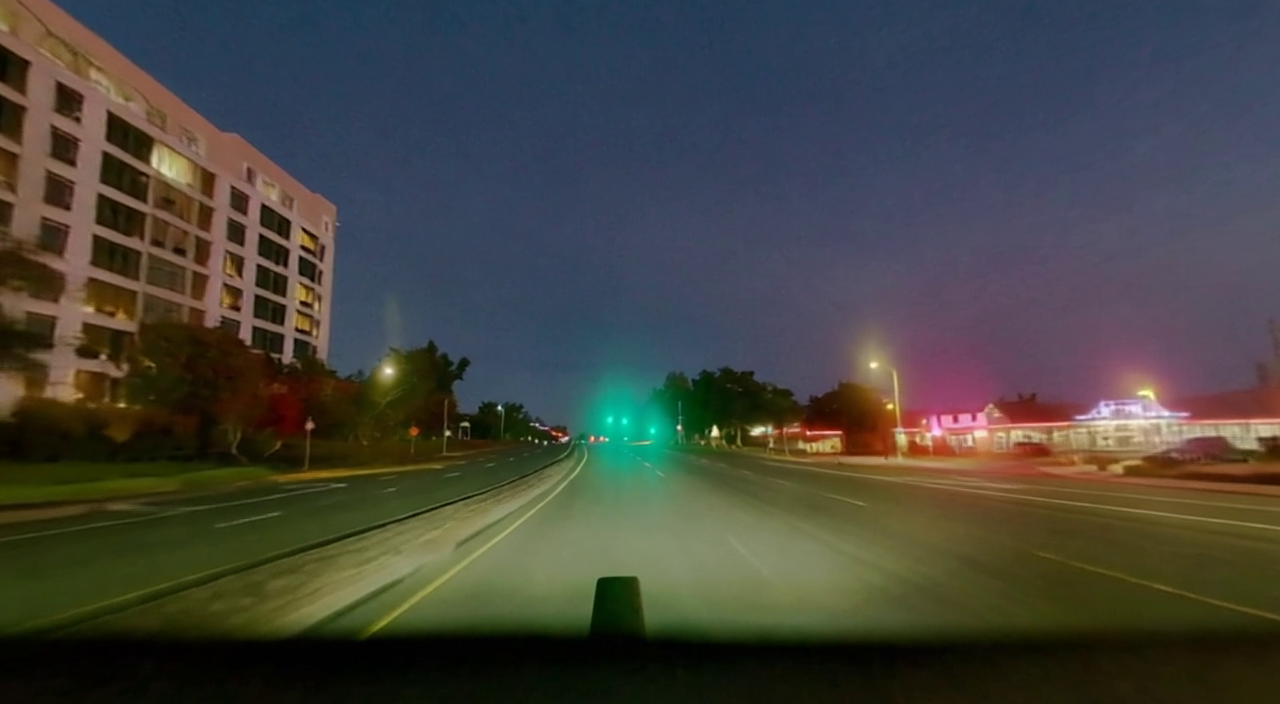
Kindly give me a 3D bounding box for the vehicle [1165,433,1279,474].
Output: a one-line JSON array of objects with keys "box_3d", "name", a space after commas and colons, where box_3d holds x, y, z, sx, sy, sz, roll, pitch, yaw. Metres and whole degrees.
[{"box_3d": [27.710, 4.602, 28.929, 5.365, 1.726, 2.032, -1, -8, 1], "name": "vehicle"}]
